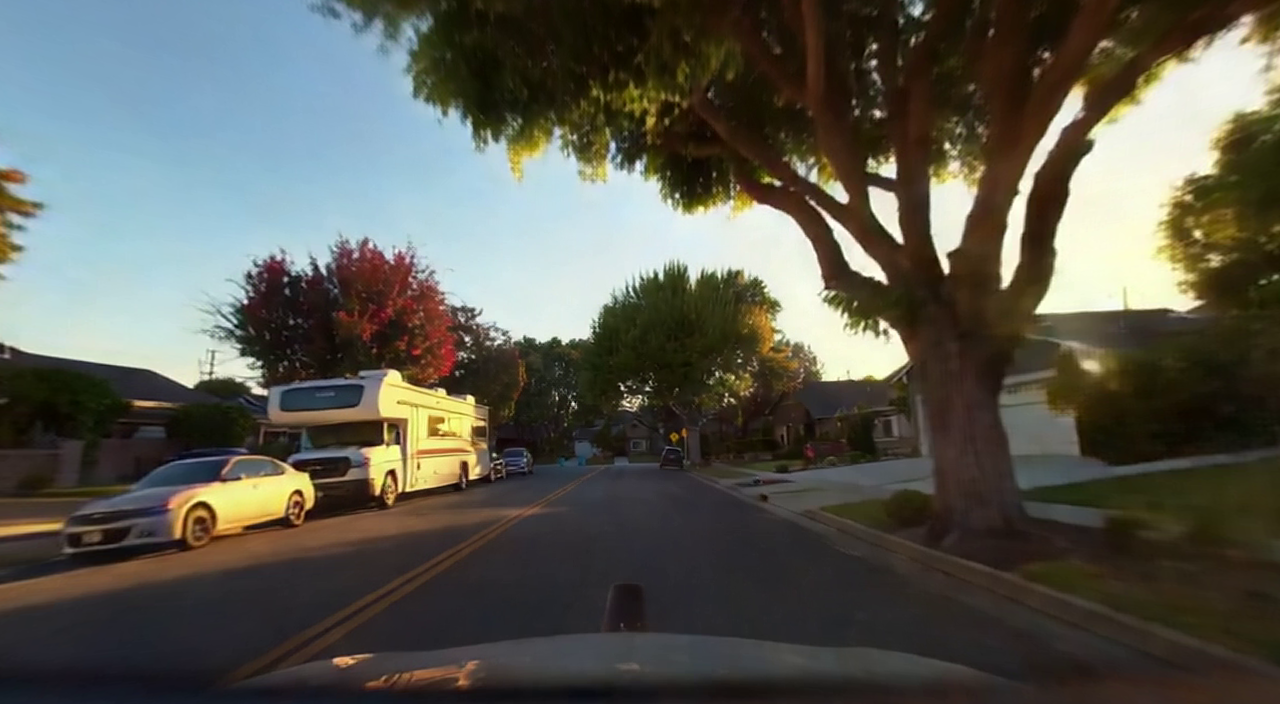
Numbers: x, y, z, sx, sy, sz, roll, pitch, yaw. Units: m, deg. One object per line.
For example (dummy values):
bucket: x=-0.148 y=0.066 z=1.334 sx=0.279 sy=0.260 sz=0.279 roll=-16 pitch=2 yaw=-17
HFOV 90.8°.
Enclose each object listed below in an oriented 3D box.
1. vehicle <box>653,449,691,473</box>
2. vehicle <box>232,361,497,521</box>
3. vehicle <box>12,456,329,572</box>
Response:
vehicle: x=2.111 y=7.445 z=43.437 sx=2.167 sy=1.479 sz=4.597 roll=0 pitch=-9 yaw=-3
vehicle: x=-7.355 y=2.966 z=19.801 sx=3.103 sy=3.479 sz=11.801 roll=-1 pitch=-10 yaw=-1
vehicle: x=-7.375 y=2.528 z=10.721 sx=1.932 sy=1.438 sz=4.552 roll=0 pitch=-9 yaw=-1
